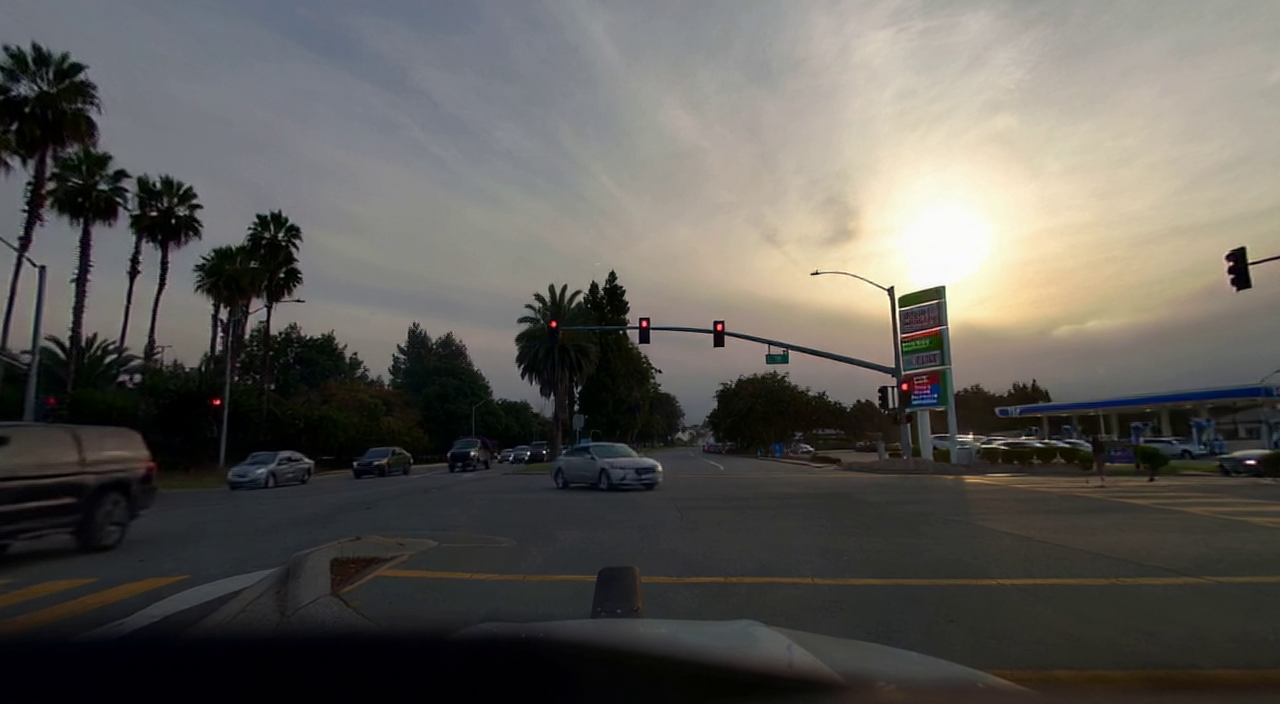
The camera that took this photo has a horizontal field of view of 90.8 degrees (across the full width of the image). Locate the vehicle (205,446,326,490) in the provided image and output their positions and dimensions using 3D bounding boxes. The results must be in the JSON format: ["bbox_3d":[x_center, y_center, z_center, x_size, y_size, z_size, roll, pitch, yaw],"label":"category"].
[{"bbox_3d":[-15.178,4.691,25.956,2.099,1.590,4.625,0,-9,0],"label":"vehicle"}]

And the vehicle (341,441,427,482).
[{"bbox_3d":[-11.875,5.095,29.717,1.973,1.712,4.872,0,-9,0],"label":"vehicle"}]

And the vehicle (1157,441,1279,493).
[{"bbox_3d":[18.716,3.399,18.815,5.015,1.446,1.862,0,-9,-3],"label":"vehicle"}]

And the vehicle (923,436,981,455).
[{"bbox_3d":[22.516,6.760,45.669,3.356,1.395,1.559,0,-9,-1],"label":"vehicle"}]

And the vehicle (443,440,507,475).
[{"bbox_3d":[-8.536,5.508,33.195,2.124,1.701,4.551,0,-9,0],"label":"vehicle"}]

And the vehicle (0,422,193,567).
[{"bbox_3d":[-8.493,1.800,8.280,2.156,1.662,4.186,0,-9,0],"label":"vehicle"}]

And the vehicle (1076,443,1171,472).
[{"bbox_3d":[24.245,5.295,31.748,3.474,1.376,1.538,0,-9,-2],"label":"vehicle"}]

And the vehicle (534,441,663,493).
[{"bbox_3d":[-1.462,3.619,20.329,1.983,1.464,4.579,6,-11,-36],"label":"vehicle"}]
